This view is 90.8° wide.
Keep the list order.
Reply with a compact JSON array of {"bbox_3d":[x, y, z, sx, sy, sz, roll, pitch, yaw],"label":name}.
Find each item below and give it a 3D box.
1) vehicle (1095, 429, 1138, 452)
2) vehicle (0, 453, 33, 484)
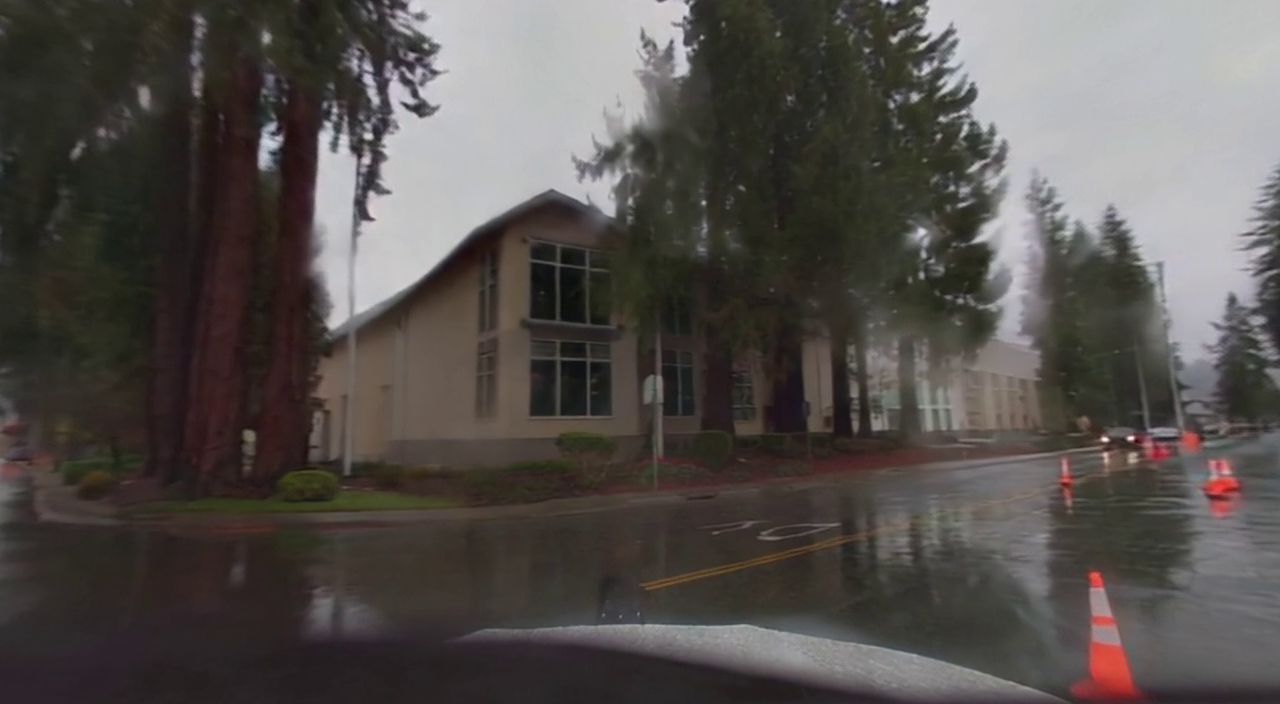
[{"bbox_3d":[35.409,6.524,46.871,1.955,1.479,4.100,-7,-8,44],"label":"vehicle"},{"bbox_3d":[-38.137,6.946,37.981,2.110,1.733,4.028,8,-12,-44],"label":"vehicle"}]
